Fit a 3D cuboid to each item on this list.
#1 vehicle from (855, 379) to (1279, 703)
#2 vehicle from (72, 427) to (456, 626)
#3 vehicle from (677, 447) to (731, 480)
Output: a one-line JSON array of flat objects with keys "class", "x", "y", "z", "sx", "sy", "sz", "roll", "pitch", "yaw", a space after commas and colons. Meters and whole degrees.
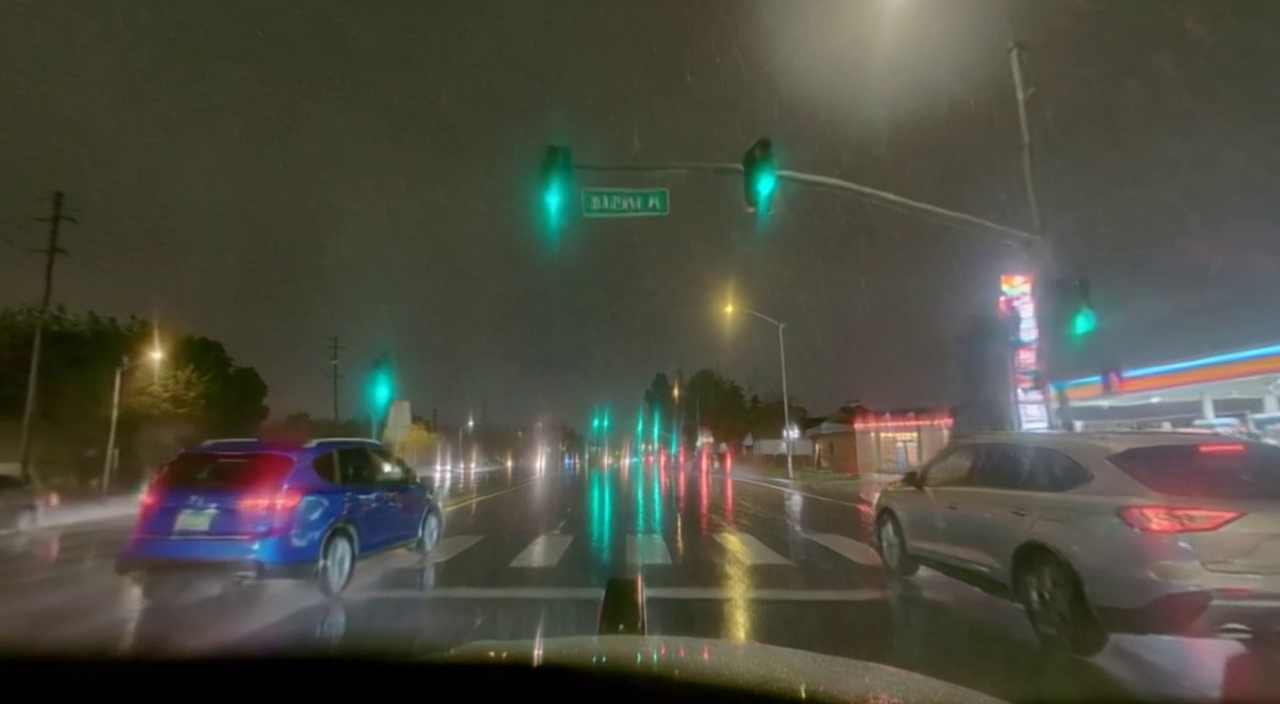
[{"class": "vehicle", "x": 3.478, "y": 1.259, "z": 4.790, "sx": 2.085, "sy": 1.655, "sz": 4.459, "roll": 0, "pitch": -8, "yaw": 0}, {"class": "vehicle", "x": -3.710, "y": 1.746, "z": 7.309, "sx": 1.935, "sy": 1.617, "sz": 4.045, "roll": 0, "pitch": -8, "yaw": 0}, {"class": "vehicle", "x": 3.533, "y": 6.271, "z": 35.928, "sx": 2.066, "sy": 1.699, "sz": 4.419, "roll": 1, "pitch": -9, "yaw": -8}]
